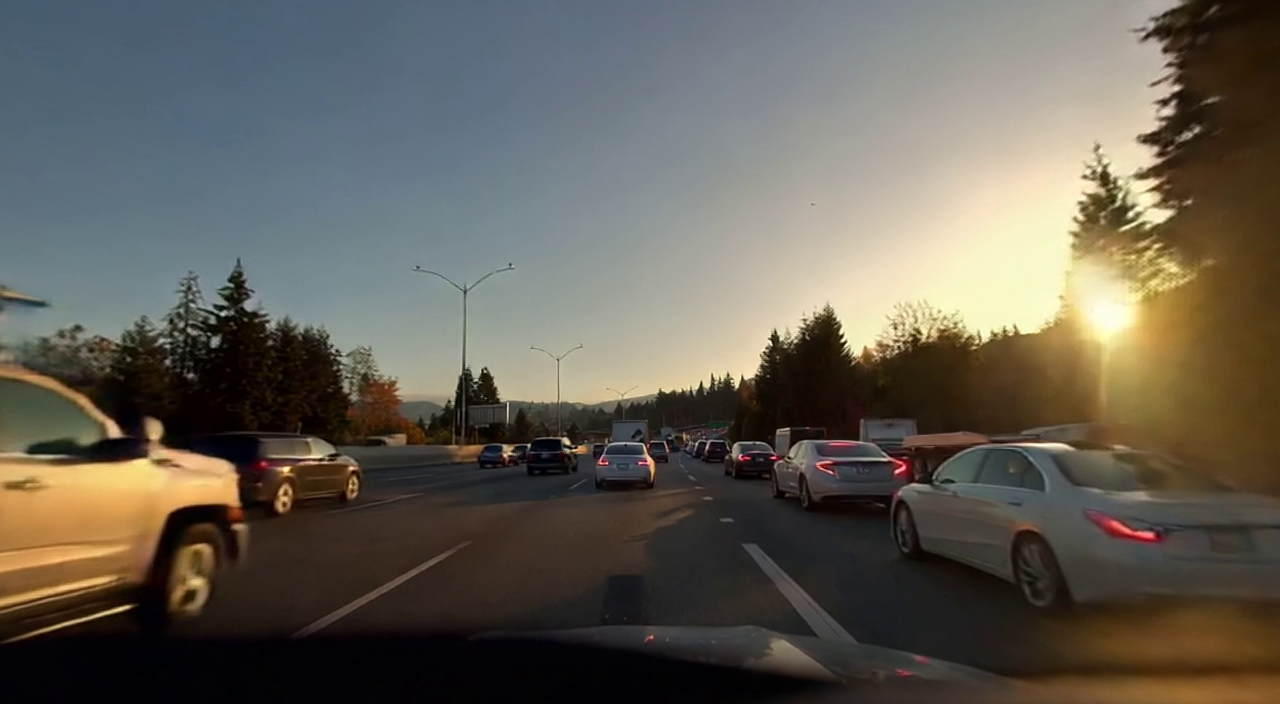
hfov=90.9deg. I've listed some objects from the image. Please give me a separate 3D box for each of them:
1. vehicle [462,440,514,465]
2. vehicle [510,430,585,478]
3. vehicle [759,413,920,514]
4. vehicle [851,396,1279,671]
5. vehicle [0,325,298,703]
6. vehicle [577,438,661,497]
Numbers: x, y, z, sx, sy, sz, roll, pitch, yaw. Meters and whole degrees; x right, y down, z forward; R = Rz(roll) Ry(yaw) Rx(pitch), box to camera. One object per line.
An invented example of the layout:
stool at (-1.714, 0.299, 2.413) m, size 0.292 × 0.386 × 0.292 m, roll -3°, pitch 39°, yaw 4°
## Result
vehicle at (-9.885, 6.582, 41.398) m, size 1.907 × 1.508 × 4.608 m, roll -1°, pitch -8°, yaw 4°
vehicle at (-3.787, 4.319, 26.917) m, size 2.110 × 1.811 × 5.585 m, roll 0°, pitch -8°, yaw 2°
vehicle at (3.992, 2.331, 13.590) m, size 1.999 × 1.777 × 4.578 m, roll 0°, pitch -8°, yaw 1°
vehicle at (3.757, 1.369, 5.926) m, size 1.984 × 1.567 × 4.475 m, roll 0°, pitch -8°, yaw 0°
vehicle at (-4.258, 0.752, 2.492) m, size 2.395 × 1.892 × 5.995 m, roll 0°, pitch -8°, yaw 1°
vehicle at (-0.455, 3.156, 17.664) m, size 2.070 × 1.456 × 4.029 m, roll 0°, pitch -8°, yaw 2°
